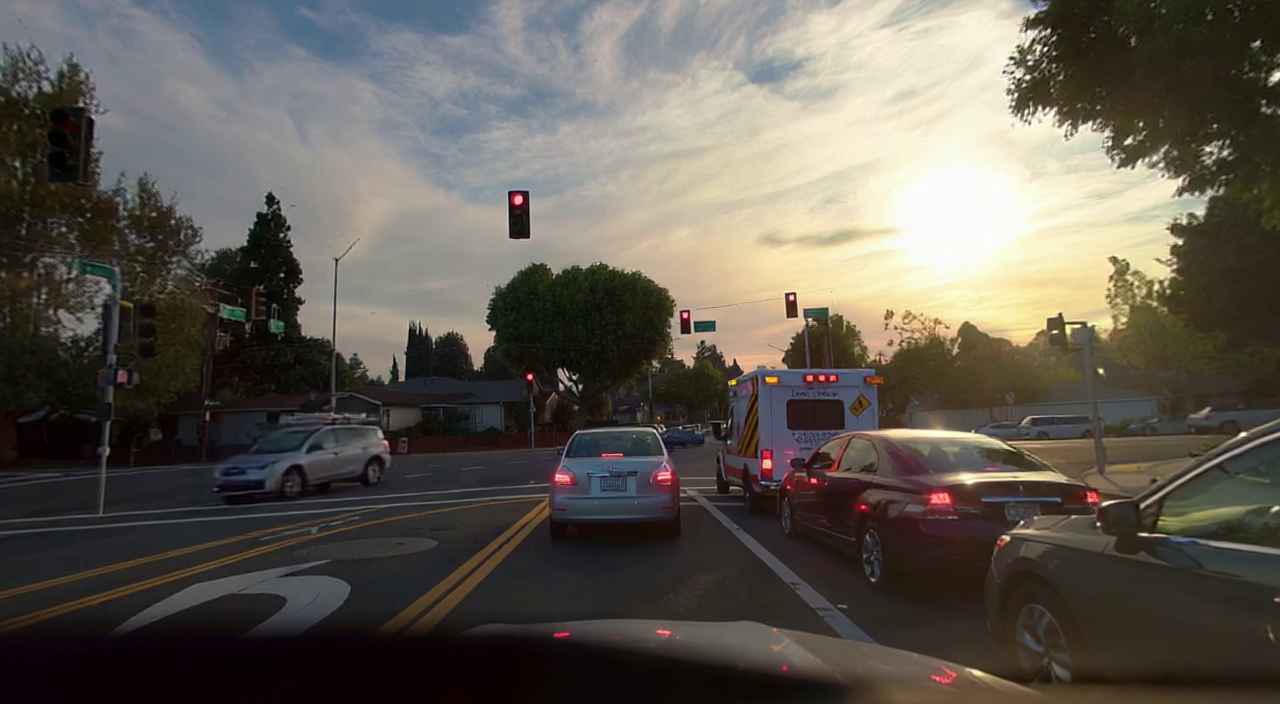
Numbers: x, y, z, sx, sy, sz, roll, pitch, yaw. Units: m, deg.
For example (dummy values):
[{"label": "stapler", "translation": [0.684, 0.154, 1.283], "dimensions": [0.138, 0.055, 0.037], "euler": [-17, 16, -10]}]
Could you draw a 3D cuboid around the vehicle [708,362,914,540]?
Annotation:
[{"label": "vehicle", "translation": [2.883, 1.884, 12.376], "dimensions": [2.406, 2.687, 5.521], "euler": [0, -8, 0]}]

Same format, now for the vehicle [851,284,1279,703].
[{"label": "vehicle", "translation": [2.848, 0.892, 2.837], "dimensions": [2.194, 1.820, 4.652], "euler": [0, -8, 0]}]

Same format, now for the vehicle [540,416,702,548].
[{"label": "vehicle", "translation": [-0.282, 1.971, 10.183], "dimensions": [2.114, 1.707, 3.725], "euler": [0, -8, -1]}]

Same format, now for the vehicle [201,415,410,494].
[{"label": "vehicle", "translation": [-9.745, 3.067, 19.247], "dimensions": [2.349, 1.988, 5.813], "euler": [-2, -8, 11]}]
